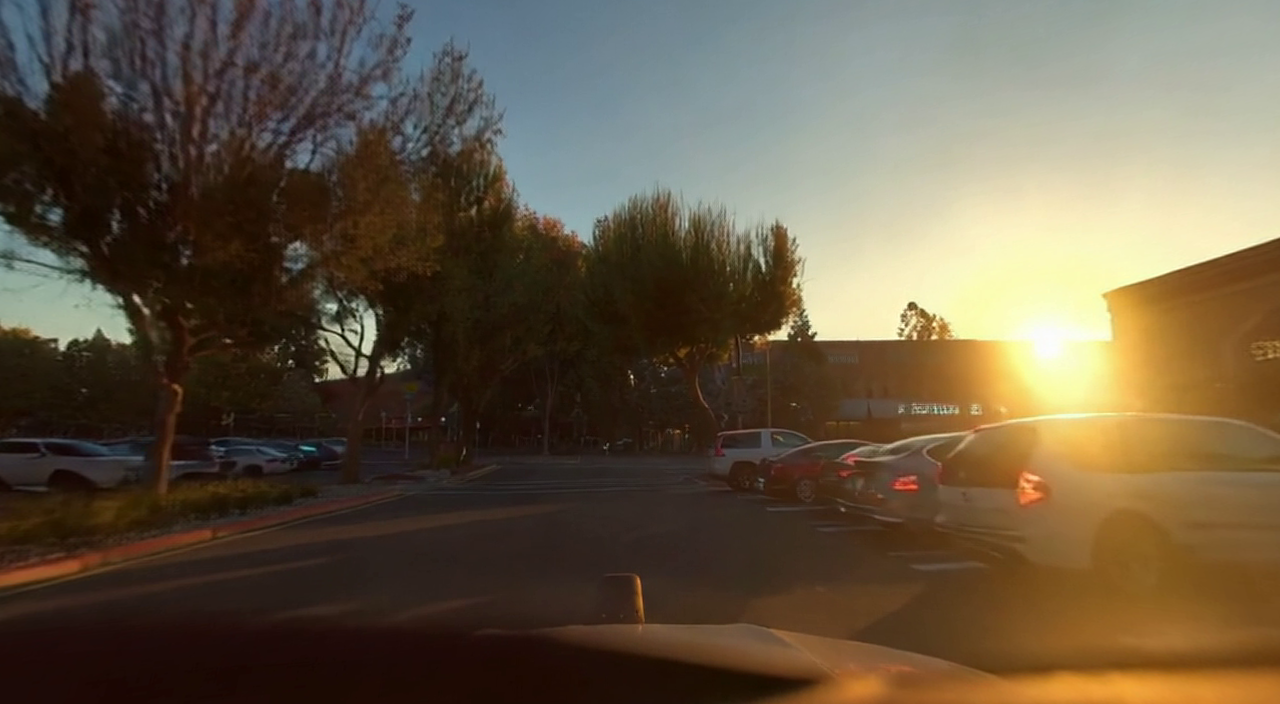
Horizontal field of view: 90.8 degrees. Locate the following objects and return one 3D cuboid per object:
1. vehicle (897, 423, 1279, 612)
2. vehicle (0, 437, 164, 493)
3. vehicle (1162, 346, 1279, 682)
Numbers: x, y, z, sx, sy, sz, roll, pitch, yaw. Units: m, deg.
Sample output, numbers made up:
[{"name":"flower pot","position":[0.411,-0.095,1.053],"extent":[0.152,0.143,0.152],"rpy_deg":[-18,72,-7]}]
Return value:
[{"name":"vehicle","position":[5.314,1.520,6.426],"extent":[4.449,1.513,2.087],"rpy_deg":[1,-8,-6]},{"name":"vehicle","position":[-17.086,3.305,18.698],"extent":[4.651,1.494,1.914],"rpy_deg":[6,-10,-36]},{"name":"vehicle","position":[5.757,0.864,3.270],"extent":[4.256,1.876,2.064],"rpy_deg":[0,-8,-3]}]
